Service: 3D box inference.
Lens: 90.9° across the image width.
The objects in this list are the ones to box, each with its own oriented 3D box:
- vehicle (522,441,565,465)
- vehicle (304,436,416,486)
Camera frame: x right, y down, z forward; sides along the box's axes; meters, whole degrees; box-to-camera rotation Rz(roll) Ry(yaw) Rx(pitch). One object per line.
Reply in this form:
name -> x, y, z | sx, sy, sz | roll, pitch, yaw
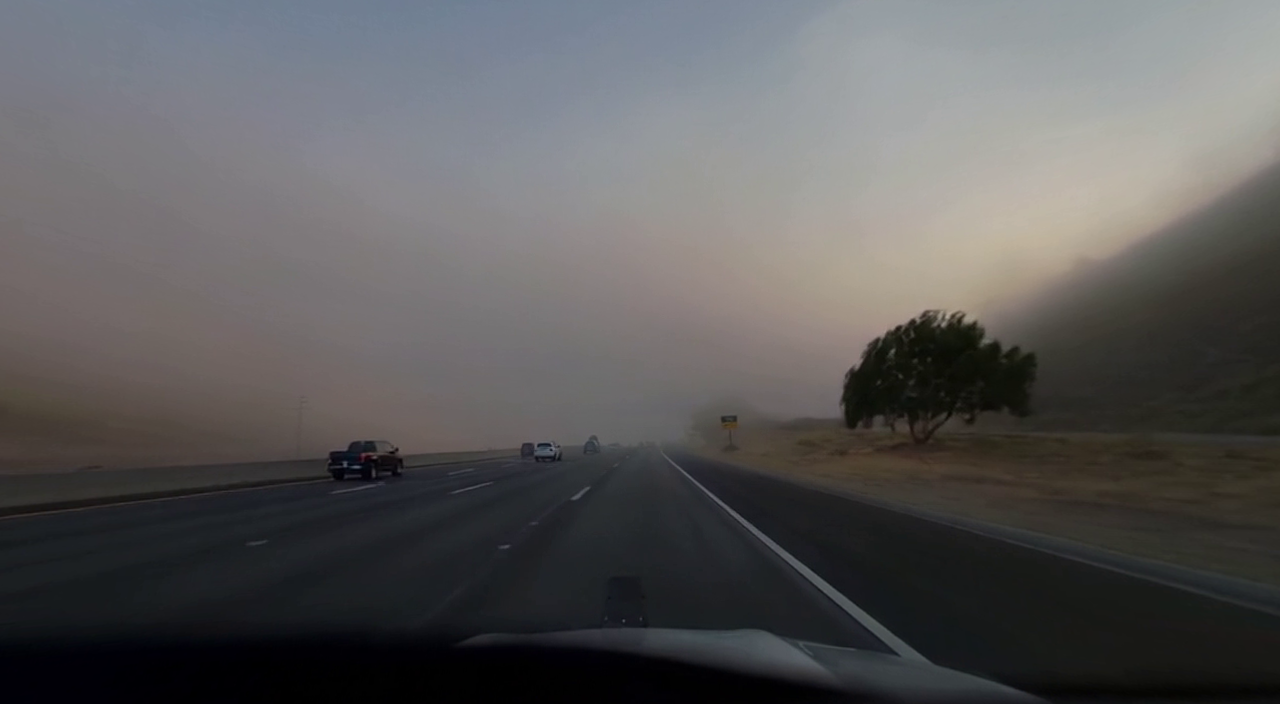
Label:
vehicle -> -6.449, 6.837, 42.809 | 2.107, 1.484, 4.449 | 0, -9, 2
vehicle -> -10.487, 4.094, 24.044 | 2.122, 1.695, 4.437 | 0, -9, 2
